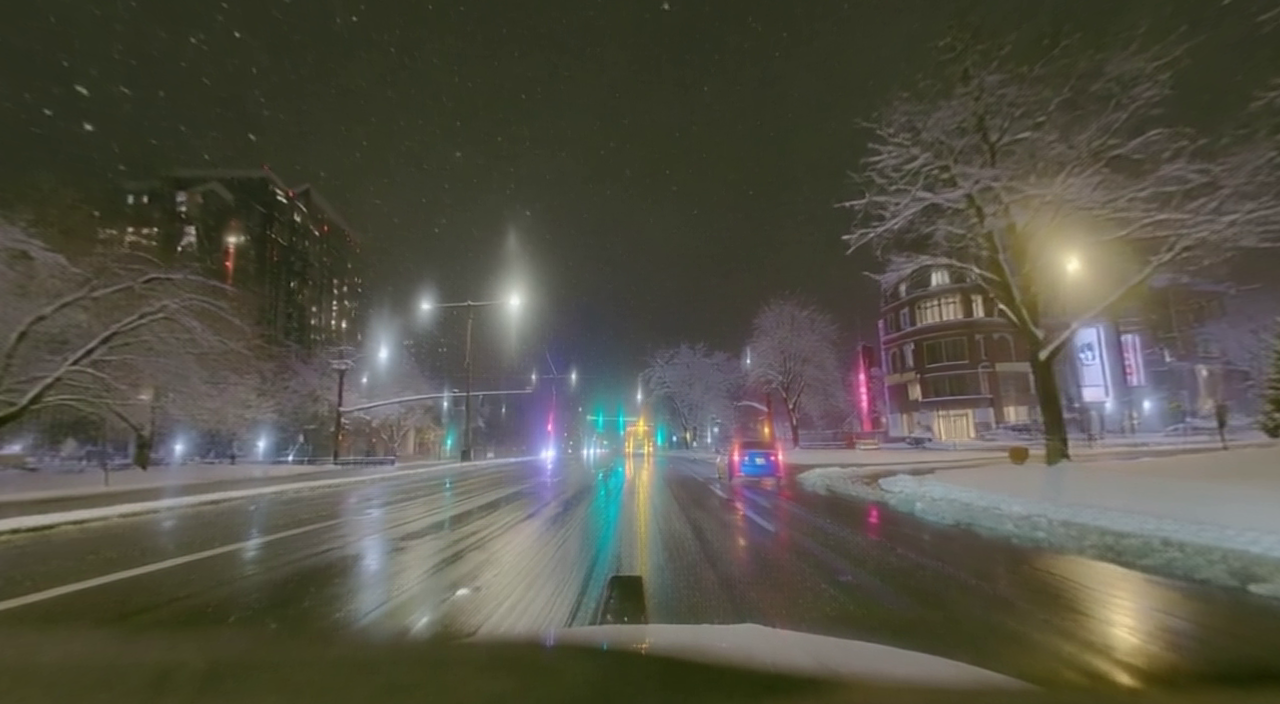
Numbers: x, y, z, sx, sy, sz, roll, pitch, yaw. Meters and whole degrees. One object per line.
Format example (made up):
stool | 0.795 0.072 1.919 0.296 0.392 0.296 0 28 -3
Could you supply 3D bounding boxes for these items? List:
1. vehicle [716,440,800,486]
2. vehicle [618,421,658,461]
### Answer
vehicle | 4.035 3.880 22.468 2.005 1.442 4.675 0 -8 -1
vehicle | -0.115 6.942 49.191 2.833 2.879 6.572 0 -8 1
